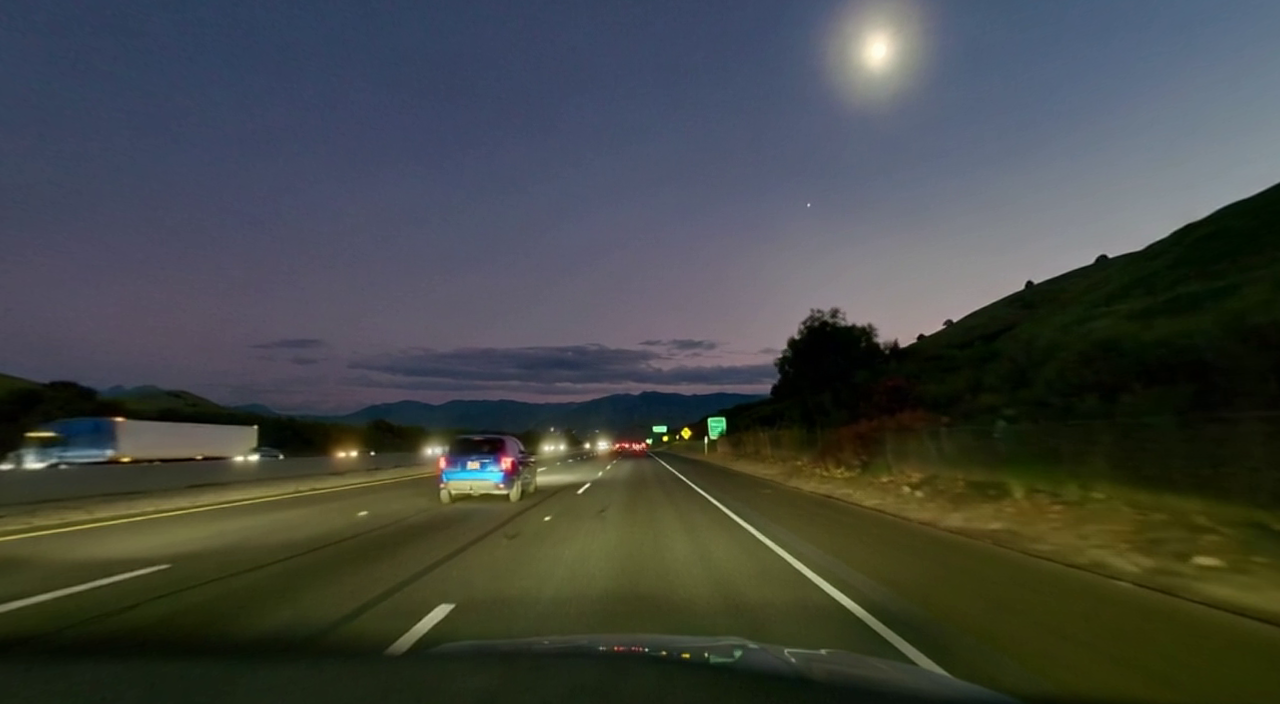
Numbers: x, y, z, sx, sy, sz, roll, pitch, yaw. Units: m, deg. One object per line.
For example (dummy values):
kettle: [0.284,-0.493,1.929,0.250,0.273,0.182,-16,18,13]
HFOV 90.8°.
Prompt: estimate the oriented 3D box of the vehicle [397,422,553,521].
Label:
vehicle: [-3.268,2.477,13.665,2.029,1.753,4.718,0,-8,1]

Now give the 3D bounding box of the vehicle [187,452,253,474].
vehicle: [-32.449,8.550,48.974,1.840,1.477,4.765,0,-8,0]

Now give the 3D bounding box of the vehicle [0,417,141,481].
vehicle: [-39.947,6.772,44.340,2.914,4.076,8.315,0,-8,-1]
